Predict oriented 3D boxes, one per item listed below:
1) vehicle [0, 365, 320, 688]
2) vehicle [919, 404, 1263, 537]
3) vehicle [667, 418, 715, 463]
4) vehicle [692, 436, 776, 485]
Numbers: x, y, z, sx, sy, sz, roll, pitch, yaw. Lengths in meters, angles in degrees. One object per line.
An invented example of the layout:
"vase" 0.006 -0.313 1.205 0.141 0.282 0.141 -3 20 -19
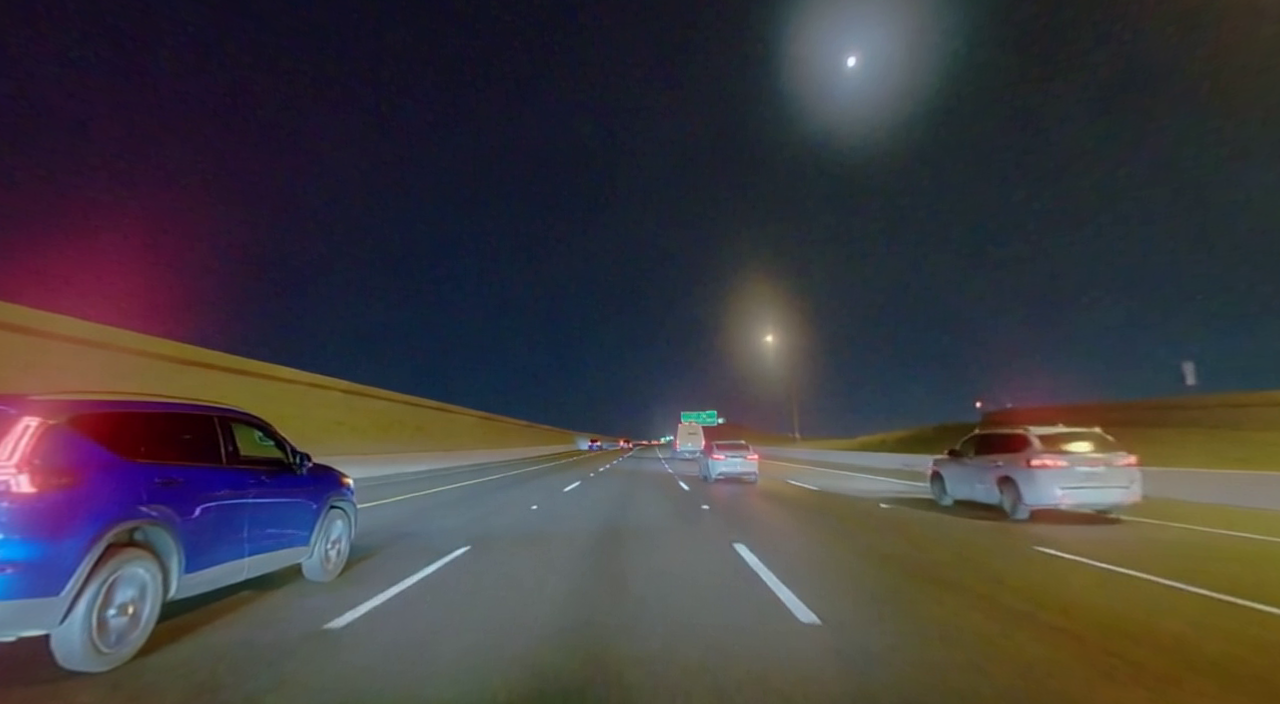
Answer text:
"vehicle" -4.297 1.053 4.300 2.000 1.646 4.201 0 -8 0
"vehicle" 6.960 1.898 10.697 2.184 1.712 4.856 0 -8 -1
"vehicle" 3.283 5.926 42.162 2.629 2.718 6.740 0 -8 0
"vehicle" 3.154 3.761 22.299 2.108 1.509 5.059 0 -8 -1
